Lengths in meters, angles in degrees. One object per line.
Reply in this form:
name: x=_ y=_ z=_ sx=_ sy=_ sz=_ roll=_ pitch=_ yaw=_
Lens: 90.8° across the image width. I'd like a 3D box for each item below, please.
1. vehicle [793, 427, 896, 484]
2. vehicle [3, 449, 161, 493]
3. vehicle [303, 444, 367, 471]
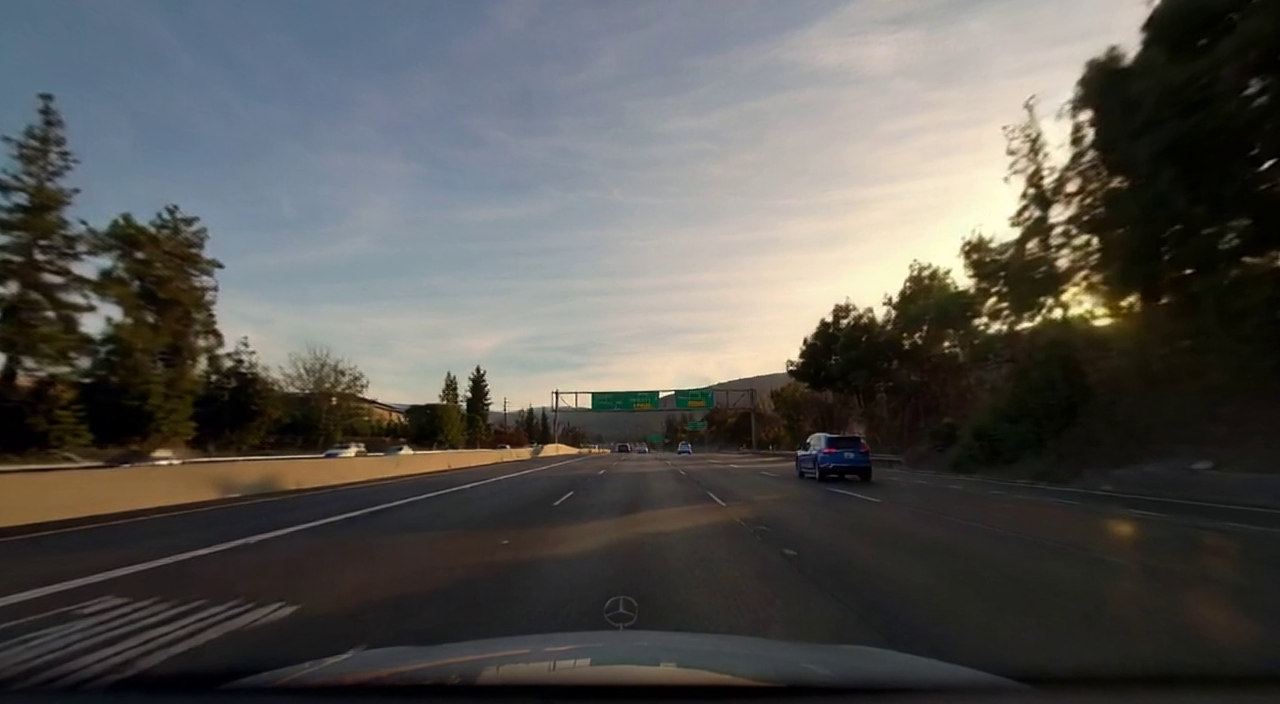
vehicle: x=7.415 y=3.803 z=23.479 sx=2.222 sy=1.899 sz=4.595 roll=0 pitch=-8 yaw=-1
vehicle: x=-21.687 y=4.611 z=24.872 sx=1.895 sy=1.490 sz=4.731 roll=0 pitch=-8 yaw=0
vehicle: x=-21.715 y=7.477 z=45.197 sx=2.096 sy=1.815 sz=4.839 roll=0 pitch=-8 yaw=0
